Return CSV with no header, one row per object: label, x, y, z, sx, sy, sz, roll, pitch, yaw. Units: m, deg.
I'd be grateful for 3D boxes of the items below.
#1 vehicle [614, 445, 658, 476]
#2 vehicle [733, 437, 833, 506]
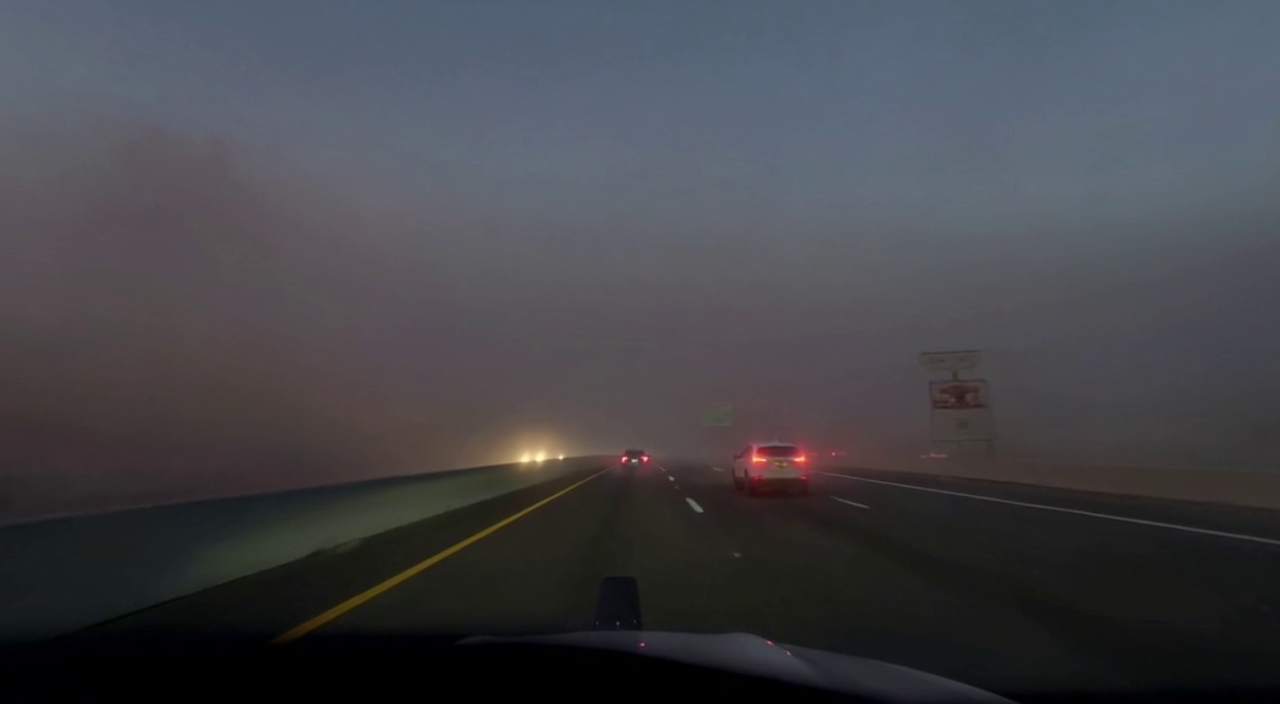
vehicle,-0.141,5.891,34.260,2.084,1.594,4.219,-1,-9,4
vehicle,3.663,3.118,16.762,1.969,1.595,3.964,-1,-9,4
